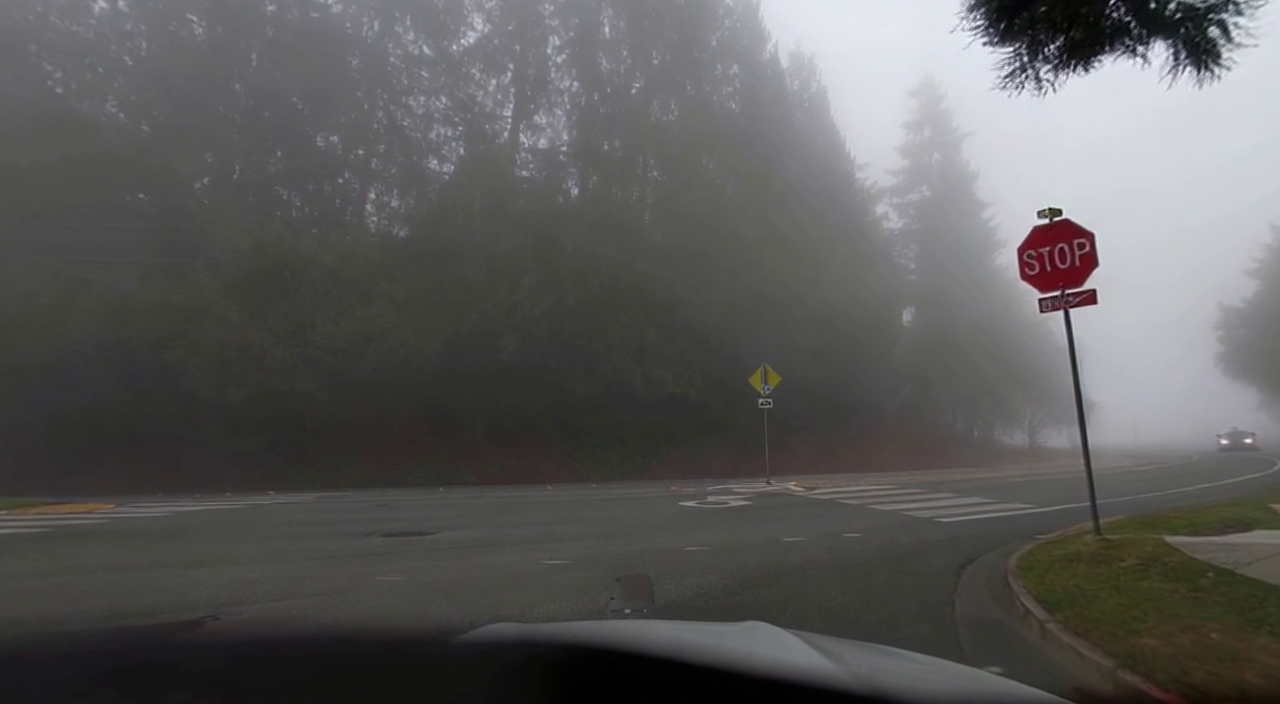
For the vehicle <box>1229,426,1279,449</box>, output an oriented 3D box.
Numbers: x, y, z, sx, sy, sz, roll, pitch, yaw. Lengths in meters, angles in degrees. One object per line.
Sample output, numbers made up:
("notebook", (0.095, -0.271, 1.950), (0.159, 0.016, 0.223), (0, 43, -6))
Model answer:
("vehicle", (41.820, 5.802, 42.520), (4.473, 1.474, 2.108), (6, -10, -37))
